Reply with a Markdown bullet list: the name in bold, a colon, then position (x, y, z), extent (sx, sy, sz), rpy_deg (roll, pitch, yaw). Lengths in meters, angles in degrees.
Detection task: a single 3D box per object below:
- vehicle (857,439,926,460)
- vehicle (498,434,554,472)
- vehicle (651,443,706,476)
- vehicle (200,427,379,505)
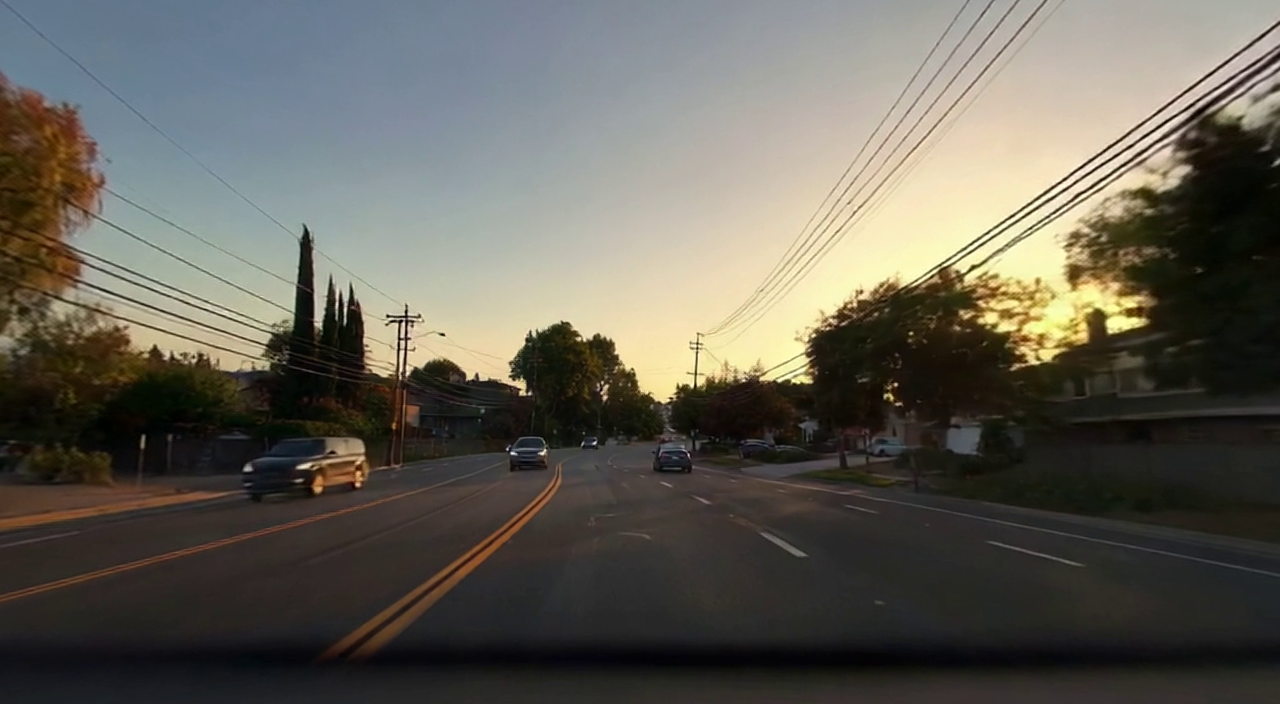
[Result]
- **vehicle**: position (19.088, 7.387, 47.945), extent (4.444, 1.479, 1.913), rpy_deg (1, -7, -7)
- **vehicle**: position (-5.624, 5.055, 31.716), extent (2.205, 1.769, 4.589), rpy_deg (0, -9, -3)
- **vehicle**: position (1.752, 5.108, 30.264), extent (1.982, 1.451, 4.152), rpy_deg (1, -9, -6)
- **vehicle**: position (-8.533, 2.813, 15.919), extent (2.169, 1.656, 4.378), rpy_deg (0, -9, -3)
